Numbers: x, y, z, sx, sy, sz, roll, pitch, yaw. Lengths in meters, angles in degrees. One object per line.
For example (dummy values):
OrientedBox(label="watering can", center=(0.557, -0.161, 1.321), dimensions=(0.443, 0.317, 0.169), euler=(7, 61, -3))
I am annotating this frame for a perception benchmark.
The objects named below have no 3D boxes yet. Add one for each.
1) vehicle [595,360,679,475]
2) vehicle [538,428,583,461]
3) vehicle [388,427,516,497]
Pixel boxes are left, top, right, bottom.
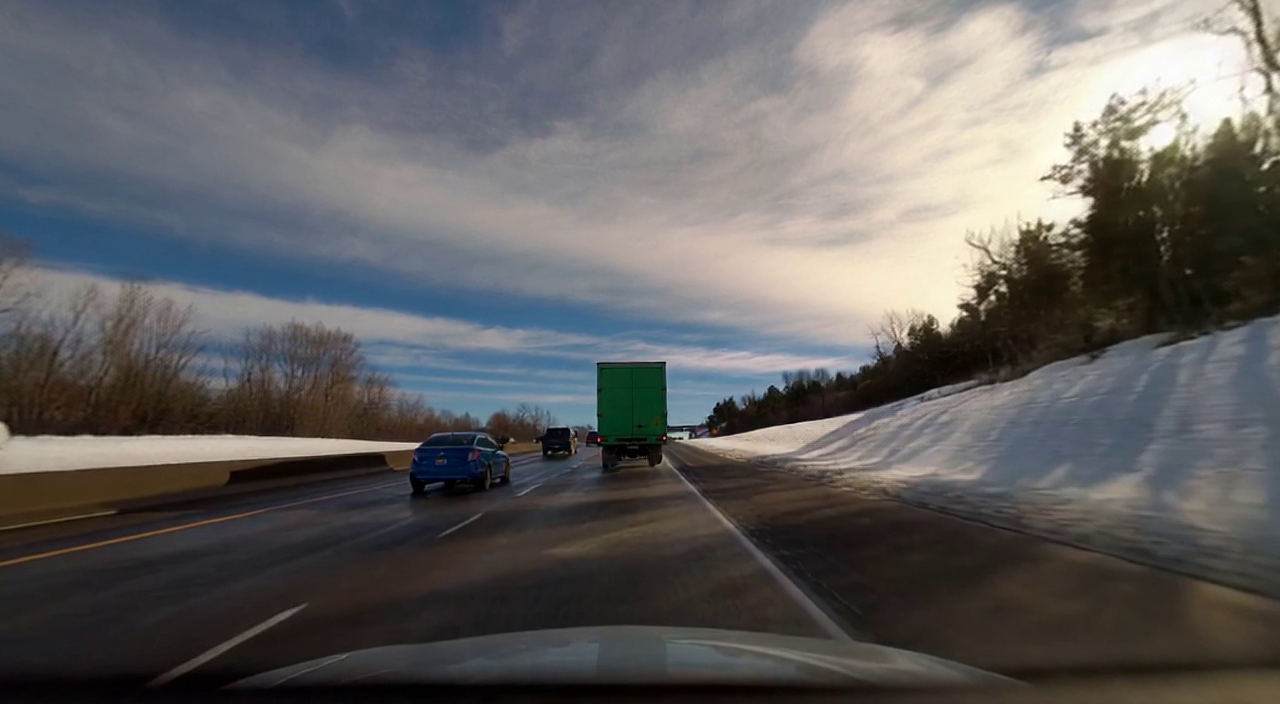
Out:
OrientedBox(label="vehicle", center=(-0.239, 2.960, 27.180), dimensions=(2.953, 4.041, 10.072), euler=(0, -8, -1))
OrientedBox(label="vehicle", center=(-4.644, 5.463, 37.448), dimensions=(2.019, 1.834, 4.644), euler=(0, -8, 0))
OrientedBox(label="vehicle", center=(-4.620, 2.735, 16.191), dimensions=(1.931, 1.539, 4.441), euler=(0, -8, 0))
